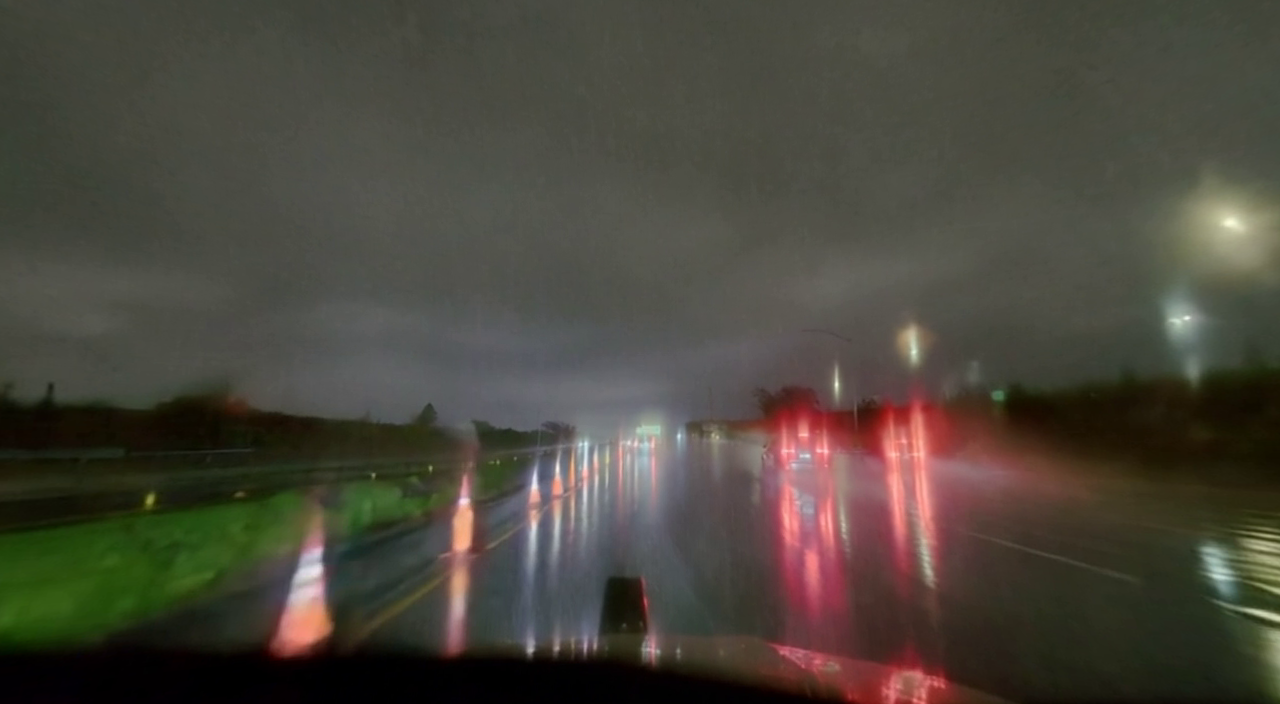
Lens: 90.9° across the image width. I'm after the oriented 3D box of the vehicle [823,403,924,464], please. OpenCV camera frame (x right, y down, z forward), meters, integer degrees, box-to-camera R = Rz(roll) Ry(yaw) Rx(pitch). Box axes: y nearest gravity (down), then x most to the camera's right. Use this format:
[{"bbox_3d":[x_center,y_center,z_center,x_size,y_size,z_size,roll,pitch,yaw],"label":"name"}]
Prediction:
[{"bbox_3d":[15.367,5.535,42.437,3.620,3.613,8.491,0,-8,1],"label":"vehicle"}]
